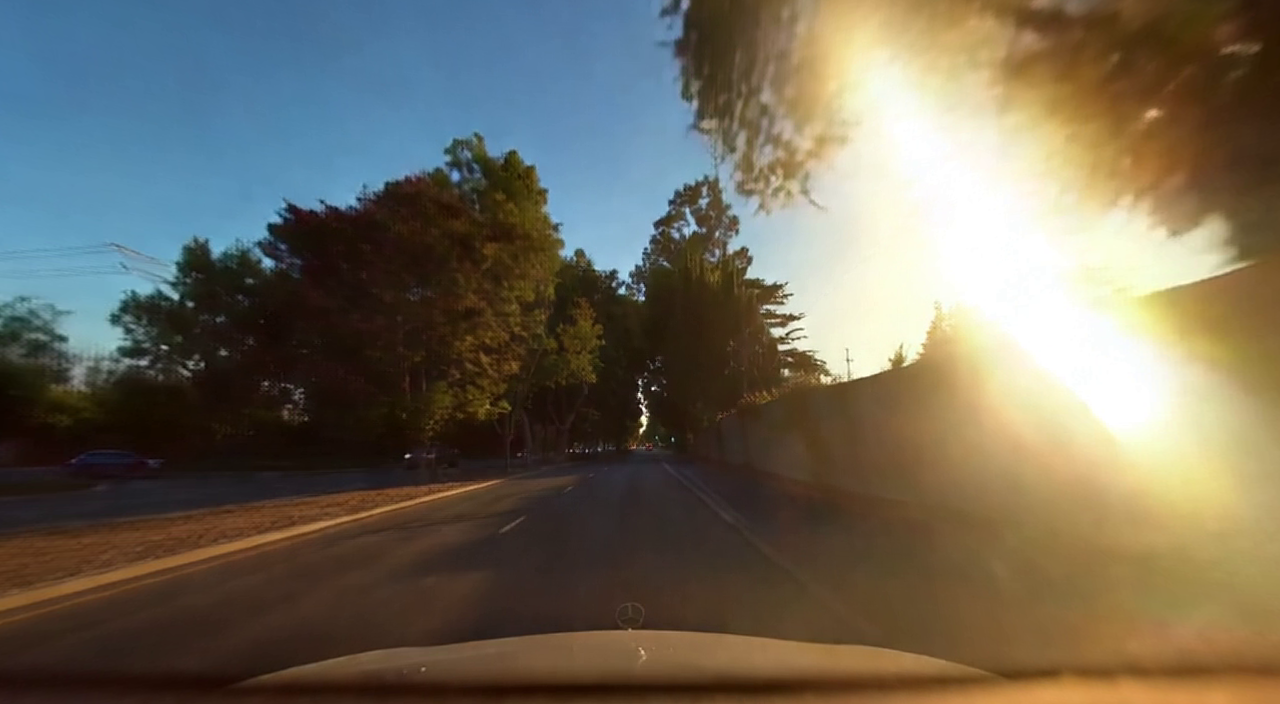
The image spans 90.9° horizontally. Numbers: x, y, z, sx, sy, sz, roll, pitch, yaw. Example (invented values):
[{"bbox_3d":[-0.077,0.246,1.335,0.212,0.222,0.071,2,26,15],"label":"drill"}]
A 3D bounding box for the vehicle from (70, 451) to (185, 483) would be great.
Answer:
[{"bbox_3d":[-26.080,5.828,32.188,4.188,1.536,1.845,0,-8,-3],"label":"vehicle"}]

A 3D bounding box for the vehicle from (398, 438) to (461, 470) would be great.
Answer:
[{"bbox_3d":[-14.756,7.196,44.684,2.368,2.104,6.159,0,-8,0],"label":"vehicle"}]
